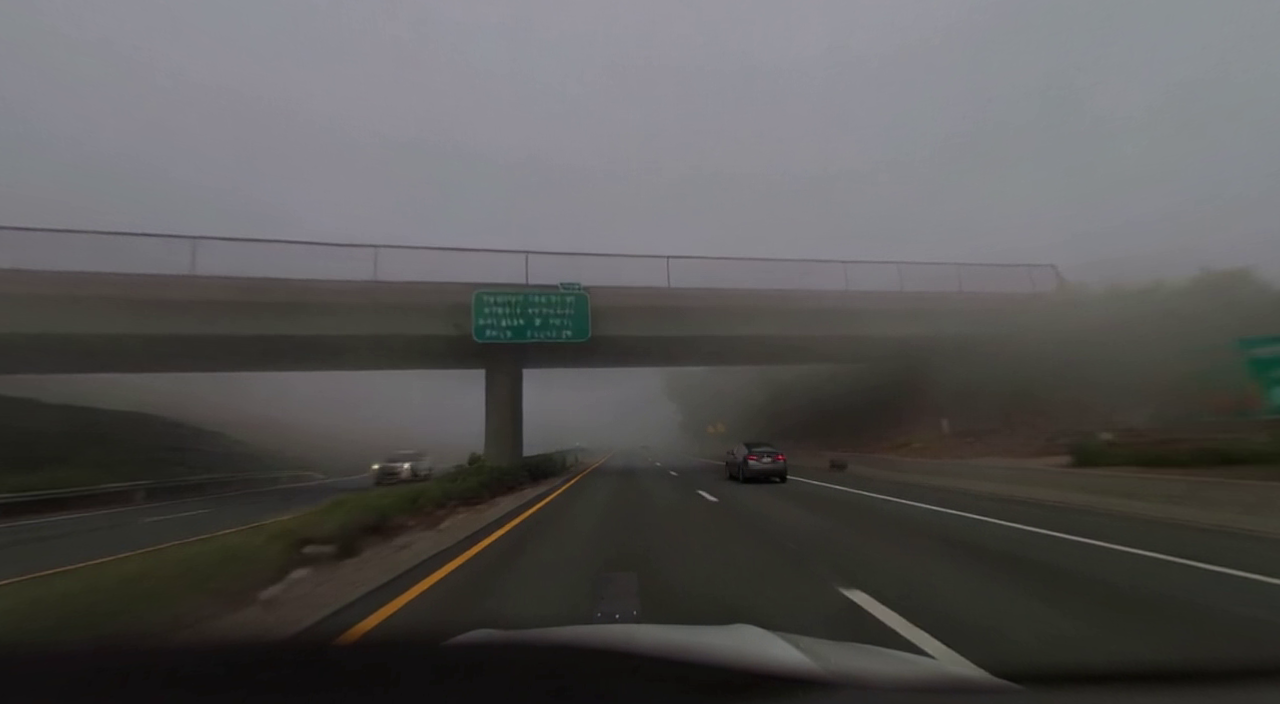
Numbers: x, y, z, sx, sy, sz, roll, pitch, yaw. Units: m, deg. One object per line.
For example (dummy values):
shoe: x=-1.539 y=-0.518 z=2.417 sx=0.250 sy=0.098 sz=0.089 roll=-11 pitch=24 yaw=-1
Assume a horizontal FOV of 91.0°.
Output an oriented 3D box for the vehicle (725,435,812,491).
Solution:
vehicle: x=3.748 y=3.286 z=18.963 sx=1.781 sy=1.470 sz=3.540 roll=0 pitch=-8 yaw=-2

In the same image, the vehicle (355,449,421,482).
vehicle: x=-12.637 y=5.684 z=31.763 sx=1.780 sy=1.527 sz=3.827 roll=0 pitch=-8 yaw=-1
